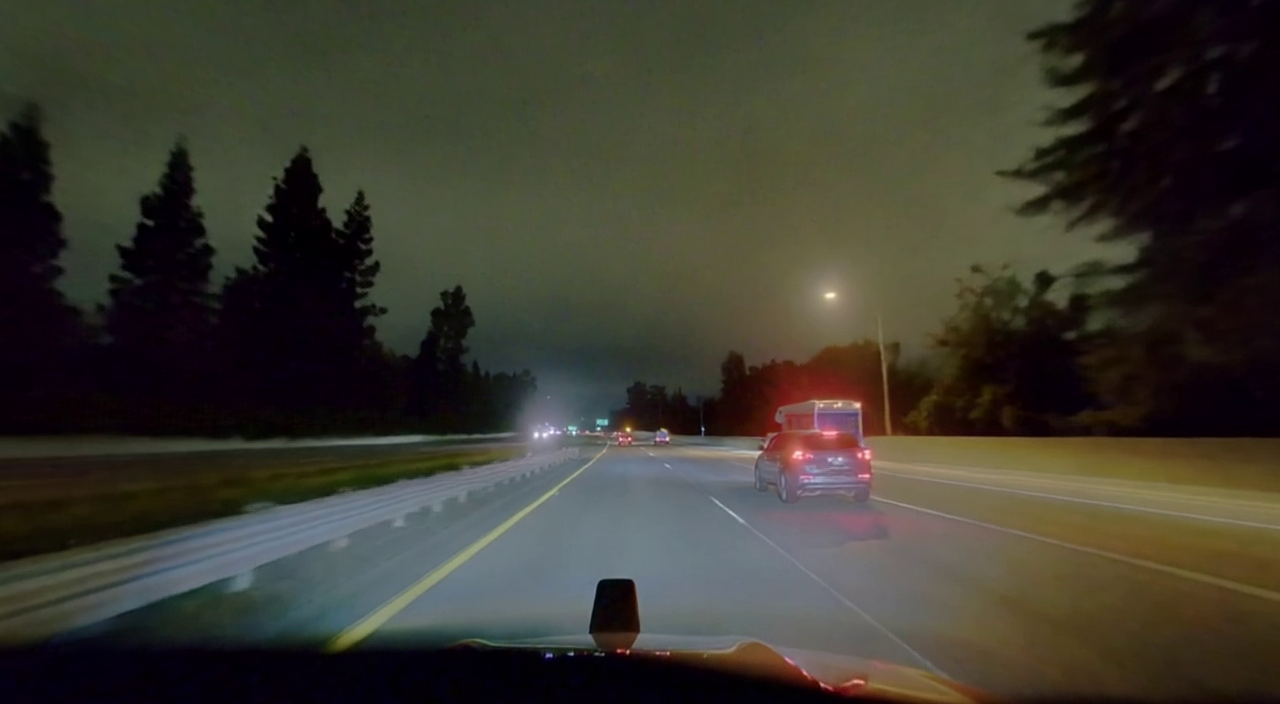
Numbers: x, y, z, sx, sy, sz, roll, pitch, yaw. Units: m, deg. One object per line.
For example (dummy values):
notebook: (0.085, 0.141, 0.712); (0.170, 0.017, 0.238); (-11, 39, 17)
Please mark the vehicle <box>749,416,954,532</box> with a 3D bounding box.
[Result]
vehicle: (3.243, 1.939, 10.605); (2.002, 1.569, 3.845); (0, -8, -2)
